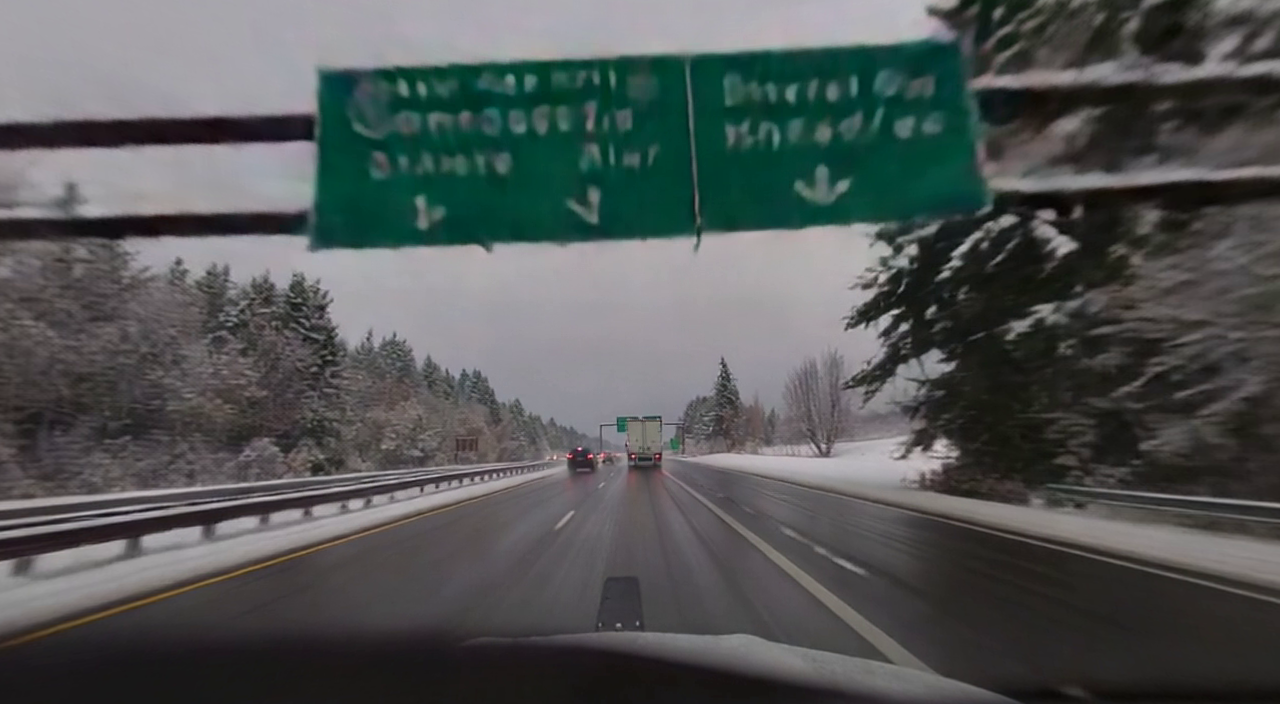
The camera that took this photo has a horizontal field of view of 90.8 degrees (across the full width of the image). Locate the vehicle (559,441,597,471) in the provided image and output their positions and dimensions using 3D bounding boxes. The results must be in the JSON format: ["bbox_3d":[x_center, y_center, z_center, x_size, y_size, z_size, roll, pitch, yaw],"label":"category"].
[{"bbox_3d":[-4.255,7.219,43.994,2.168,1.980,4.622,0,-9,0],"label":"vehicle"}]
